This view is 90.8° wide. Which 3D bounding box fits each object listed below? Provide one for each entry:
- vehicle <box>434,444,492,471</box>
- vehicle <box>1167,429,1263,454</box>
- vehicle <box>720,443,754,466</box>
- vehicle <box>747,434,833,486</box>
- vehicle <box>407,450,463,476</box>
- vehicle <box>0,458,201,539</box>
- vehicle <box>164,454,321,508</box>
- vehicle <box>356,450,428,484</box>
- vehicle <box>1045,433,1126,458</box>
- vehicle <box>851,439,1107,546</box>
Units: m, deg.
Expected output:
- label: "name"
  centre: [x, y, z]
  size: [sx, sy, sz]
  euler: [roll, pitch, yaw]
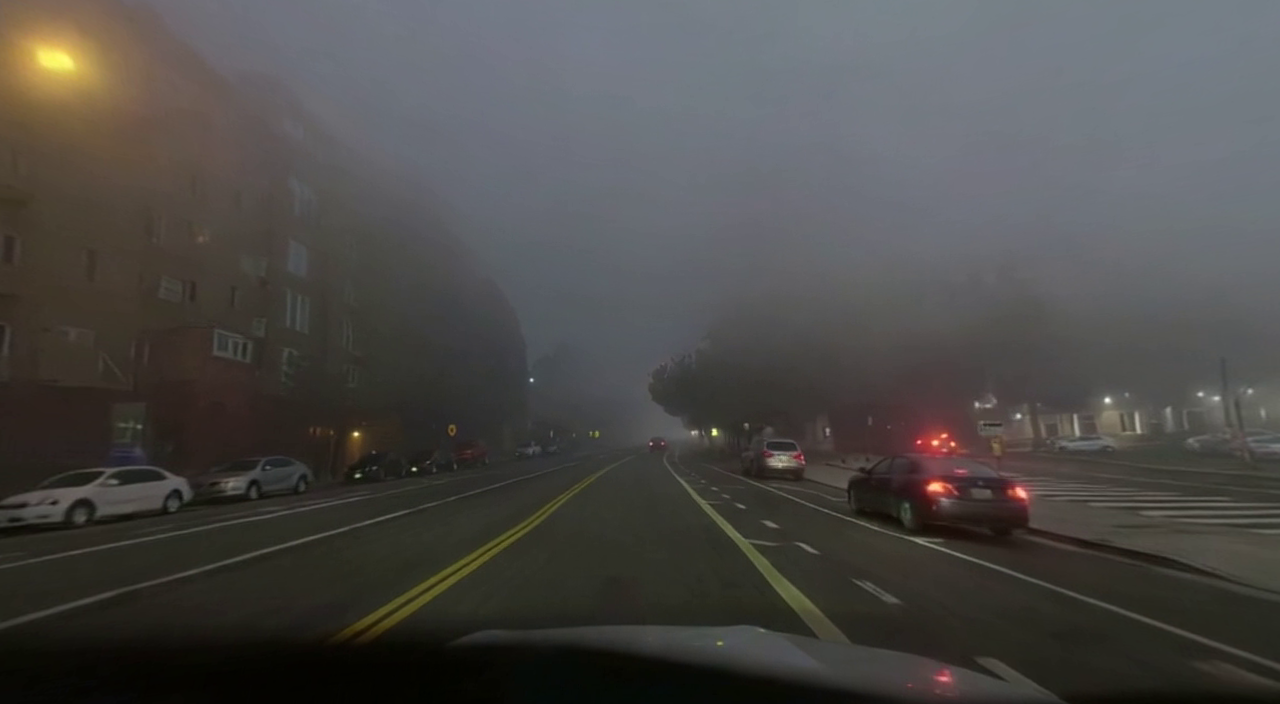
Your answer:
- label: "vehicle"
  centre: [-12.351, 7.373, 44.560]
  size: [2.290, 1.799, 5.801]
  euler: [0, -8, 2]
- label: "vehicle"
  centre: [36.708, 5.754, 40.490]
  size: [1.780, 1.479, 4.556]
  euler: [0, -8, -1]
- label: "vehicle"
  centre: [6.773, 7.192, 44.602]
  size: [1.947, 1.487, 4.549]
  euler: [0, -8, 3]
- label: "vehicle"
  centre: [5.677, 4.167, 24.774]
  size: [2.102, 1.781, 5.470]
  euler: [0, -8, 1]
- label: "vehicle"
  centre: [-12.245, 6.638, 38.032]
  size: [1.723, 1.418, 4.359]
  euler: [0, -8, 2]
- label: "vehicle"
  centre: [-12.680, 3.193, 14.458]
  size: [1.779, 1.433, 4.633]
  euler: [0, -8, 2]
- label: "vehicle"
  centre: [-12.579, 4.083, 20.440]
  size: [1.889, 1.461, 4.608]
  euler: [0, -8, 3]
- label: "vehicle"
  centre: [-12.218, 5.656, 31.384]
  size: [1.926, 1.499, 3.869]
  euler: [0, -8, 1]
- label: "vehicle"
  centre: [28.499, 6.009, 40.597]
  size: [1.790, 1.460, 4.515]
  euler: [0, -8, -2]
- label: "vehicle"
  centre: [5.459, 2.282, 10.998]
  size: [2.085, 1.466, 4.276]
  euler: [0, -8, 0]
